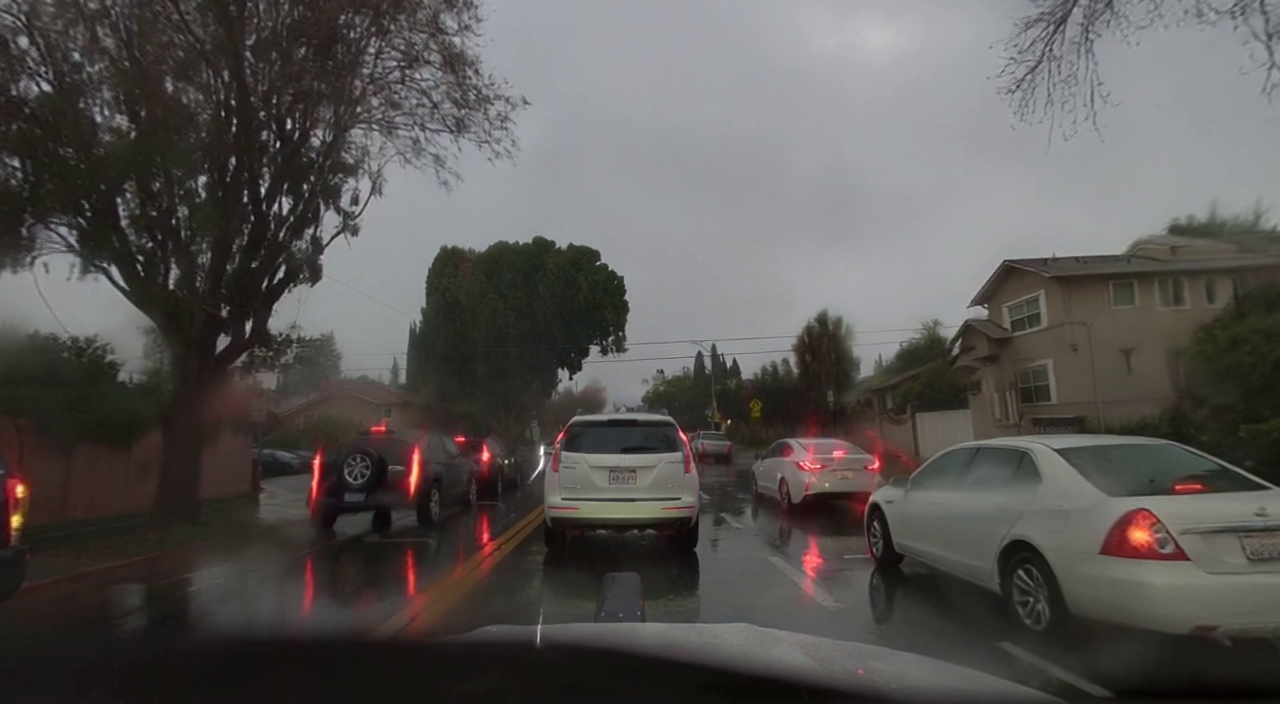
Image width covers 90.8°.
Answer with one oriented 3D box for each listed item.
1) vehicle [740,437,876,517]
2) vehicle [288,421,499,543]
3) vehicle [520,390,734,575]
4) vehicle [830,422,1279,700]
[{"bbox_3d":[3.480,2.643,13.888,1.880,1.476,3.932,0,-8,0],"label":"vehicle"},{"bbox_3d":[-3.724,2.026,10.514,1.864,1.576,4.324,0,-8,-2],"label":"vehicle"},{"bbox_3d":[-0.213,1.629,8.616,2.164,1.867,4.254,0,-8,-2],"label":"vehicle"},{"bbox_3d":[3.471,1.465,5.772,1.977,1.480,4.589,0,-8,-1],"label":"vehicle"}]
